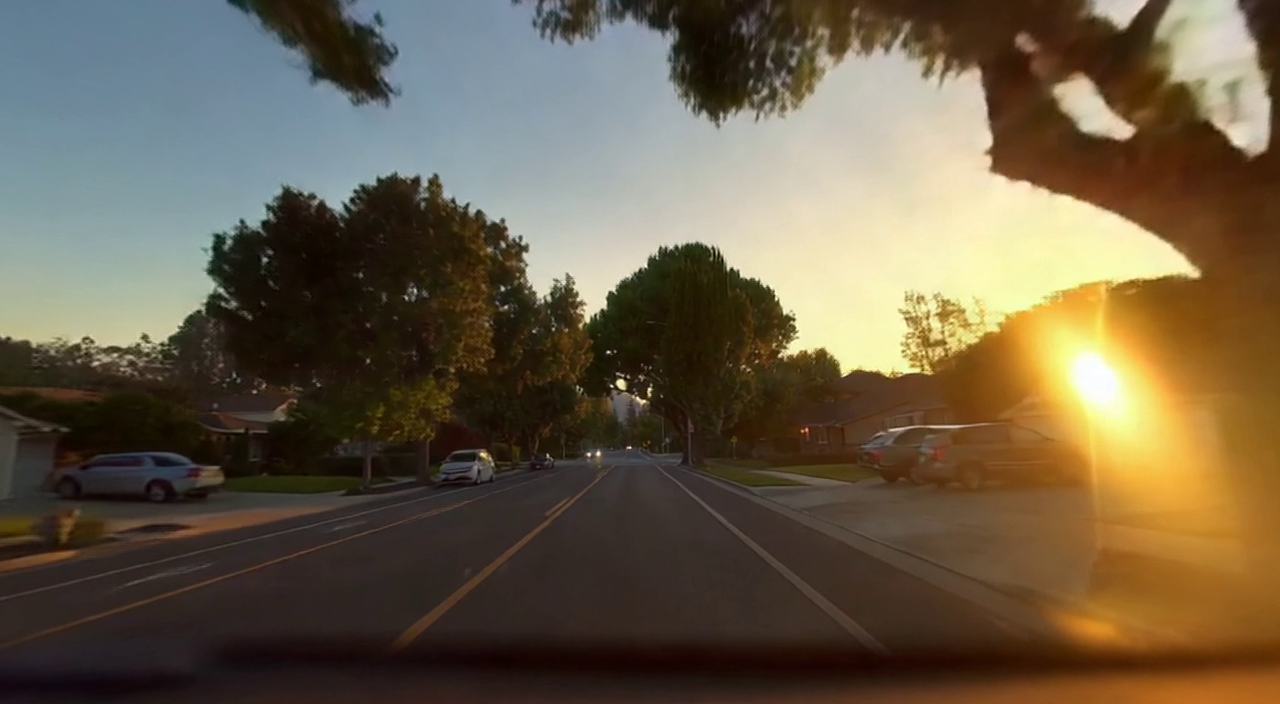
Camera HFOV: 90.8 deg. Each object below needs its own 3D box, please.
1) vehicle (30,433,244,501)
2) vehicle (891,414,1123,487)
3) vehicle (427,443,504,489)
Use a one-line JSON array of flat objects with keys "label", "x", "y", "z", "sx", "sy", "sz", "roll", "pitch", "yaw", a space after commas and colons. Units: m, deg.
[{"label": "vehicle", "x": -14.610, "y": 3.333, "z": 18.548, "sx": 4.602, "sy": 1.847, "sz": 1.976, "roll": -1, "pitch": -9, "yaw": 4}, {"label": "vehicle", "x": 8.968, "y": 2.449, "z": 15.766, "sx": 4.535, "sy": 1.697, "sz": 1.968, "roll": 0, "pitch": -9, "yaw": -1}, {"label": "vehicle", "x": -7.850, "y": 5.131, "z": 28.907, "sx": 2.122, "sy": 1.739, "sz": 4.770, "roll": -4, "pitch": -8, "yaw": 0}]
